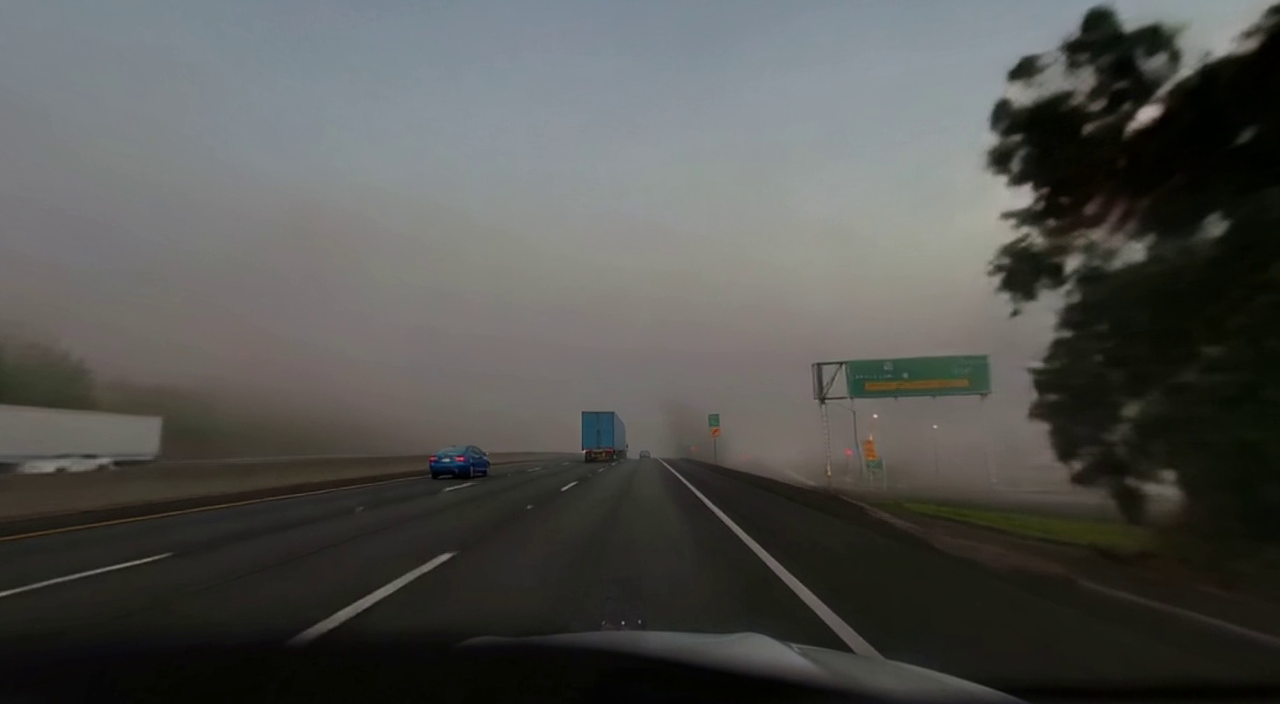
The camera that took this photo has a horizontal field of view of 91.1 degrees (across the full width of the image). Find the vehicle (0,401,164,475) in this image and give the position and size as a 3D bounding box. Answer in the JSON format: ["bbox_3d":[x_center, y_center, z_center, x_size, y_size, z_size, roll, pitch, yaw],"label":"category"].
[{"bbox_3d":[-36.565,5.174,37.678,2.874,4.045,16.491,0,-8,1],"label":"vehicle"}]

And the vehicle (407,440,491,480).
[{"bbox_3d":[-7.718,4.385,25.895,1.901,1.467,4.629,0,-8,1],"label":"vehicle"}]

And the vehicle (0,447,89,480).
[{"bbox_3d":[-32.217,5.852,33.231,1.814,1.504,4.686,0,-8,0],"label":"vehicle"}]
